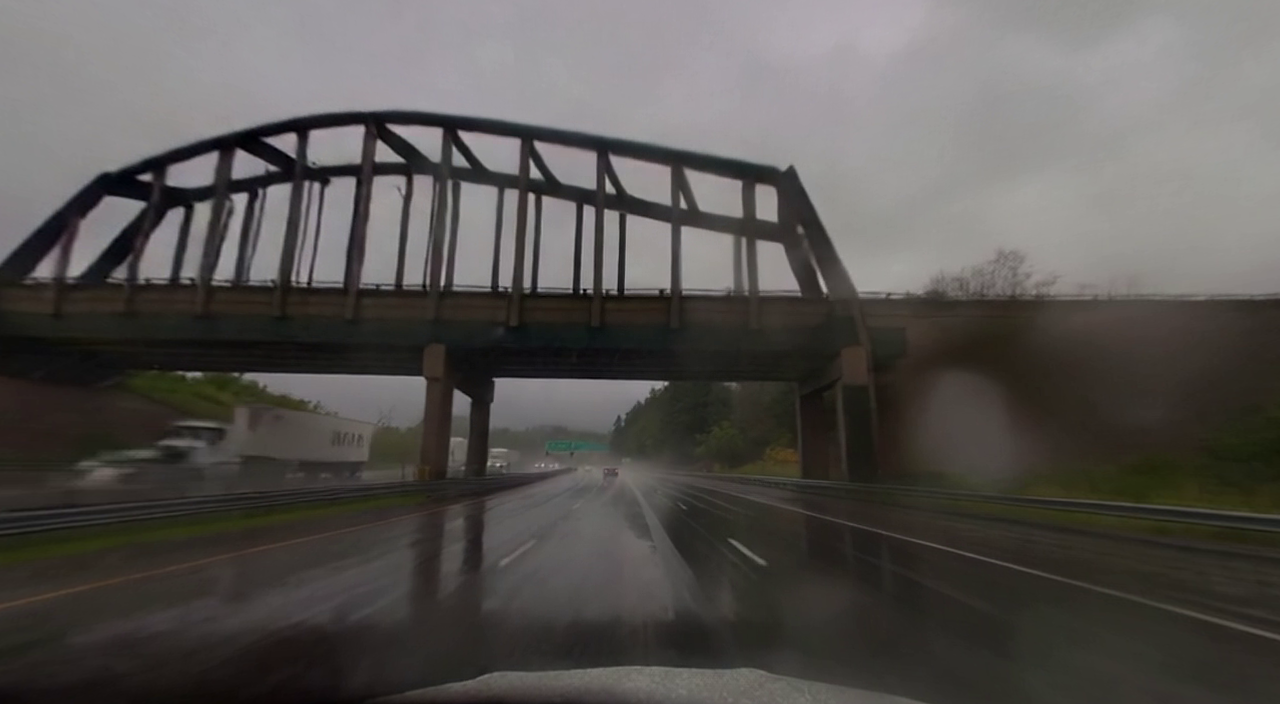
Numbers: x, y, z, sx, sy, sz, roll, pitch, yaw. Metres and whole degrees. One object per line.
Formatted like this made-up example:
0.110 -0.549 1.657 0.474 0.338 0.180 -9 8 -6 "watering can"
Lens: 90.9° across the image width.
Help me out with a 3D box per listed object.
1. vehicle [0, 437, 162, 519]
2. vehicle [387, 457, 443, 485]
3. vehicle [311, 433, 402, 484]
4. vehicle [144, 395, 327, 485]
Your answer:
-12.902 2.619 13.261 1.965 1.509 4.731 1 -10 -1 "vehicle"
-12.810 6.835 36.176 1.816 1.455 3.883 1 -10 -1 "vehicle"
-16.569 6.349 37.366 2.232 2.669 6.947 1 -10 -1 "vehicle"
-20.565 4.843 33.196 2.999 3.993 10.054 1 -11 -1 "vehicle"
